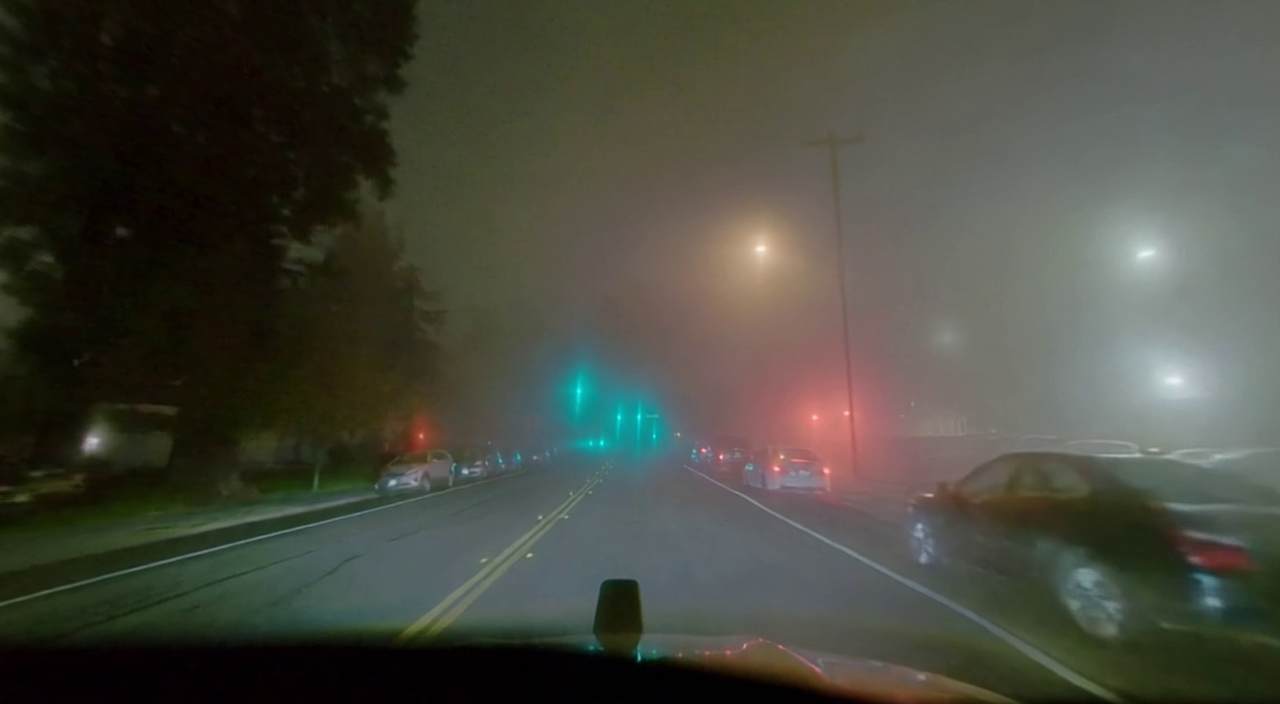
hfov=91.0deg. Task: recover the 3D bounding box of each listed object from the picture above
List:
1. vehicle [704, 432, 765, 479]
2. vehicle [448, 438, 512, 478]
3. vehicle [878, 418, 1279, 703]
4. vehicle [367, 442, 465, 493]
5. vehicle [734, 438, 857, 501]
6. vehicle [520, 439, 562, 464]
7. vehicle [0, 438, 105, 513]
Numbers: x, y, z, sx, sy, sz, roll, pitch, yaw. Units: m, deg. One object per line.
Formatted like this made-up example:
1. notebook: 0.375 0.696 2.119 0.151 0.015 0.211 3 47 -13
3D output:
1. vehicle: 3.887 4.308 26.606 1.908 1.788 4.397 0 -8 1
2. vehicle: -7.541 5.035 30.168 1.994 1.718 4.518 0 -8 -1
3. vehicle: 4.026 1.414 5.529 2.005 1.466 4.767 0 -8 0
4. vehicle: -7.526 3.879 21.548 1.976 1.554 3.654 0 -8 1
5. vehicle: 3.918 3.025 16.671 2.036 1.405 4.312 0 -8 -2
6. vehicle: -7.313 7.377 46.870 2.150 1.766 5.483 0 -8 1
7. vehicle: -14.157 2.621 13.469 1.921 1.518 3.799 0 -9 2
